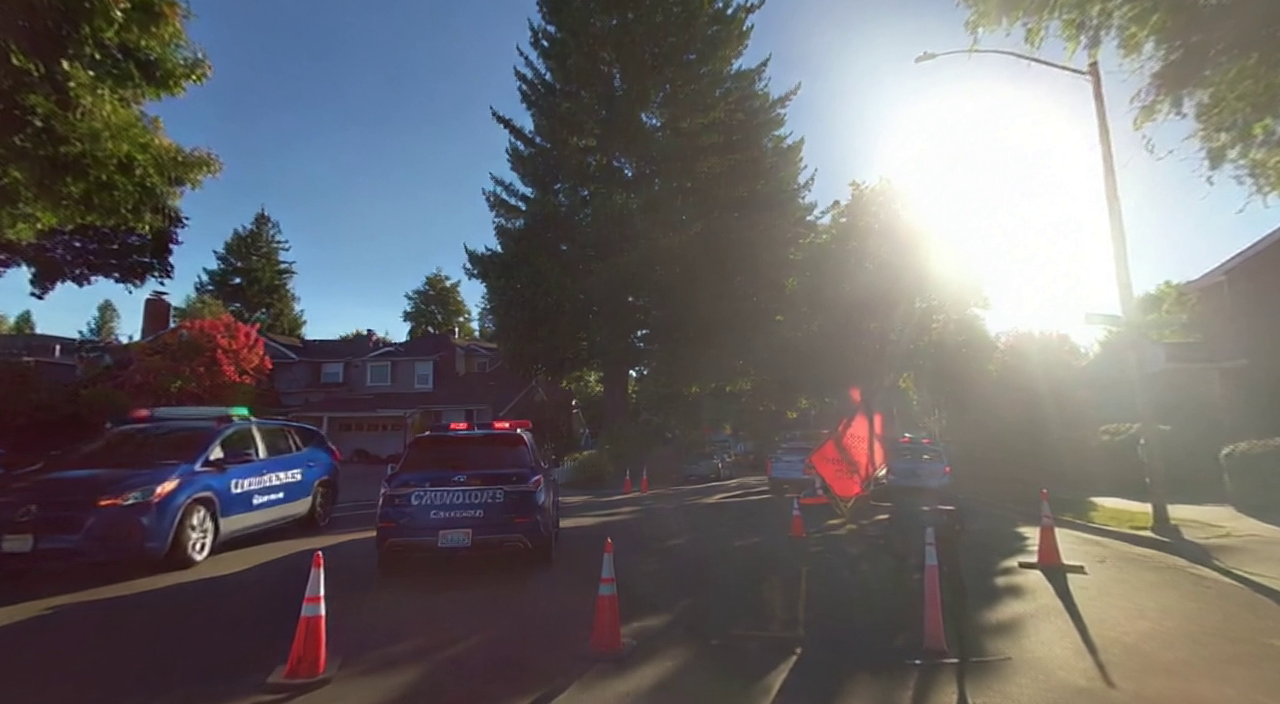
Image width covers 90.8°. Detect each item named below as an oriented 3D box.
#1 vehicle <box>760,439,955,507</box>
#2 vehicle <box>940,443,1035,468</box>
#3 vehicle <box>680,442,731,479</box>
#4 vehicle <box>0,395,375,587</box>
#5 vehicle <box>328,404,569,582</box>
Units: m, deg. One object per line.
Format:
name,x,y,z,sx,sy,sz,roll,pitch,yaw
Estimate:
vehicle,5.923,3.238,17.395,4.656,1.577,2.099,2,-8,-17
vehicle,22.755,6.799,41.548,5.066,1.534,1.905,-2,-9,10
vehicle,3.475,5.562,32.650,2.014,1.742,4.297,-2,-9,14
vehicle,-6.005,1.740,8.802,2.471,1.892,4.952,0,-8,0
vehicle,-2.332,1.732,8.576,2.350,1.748,4.094,2,-9,-11
